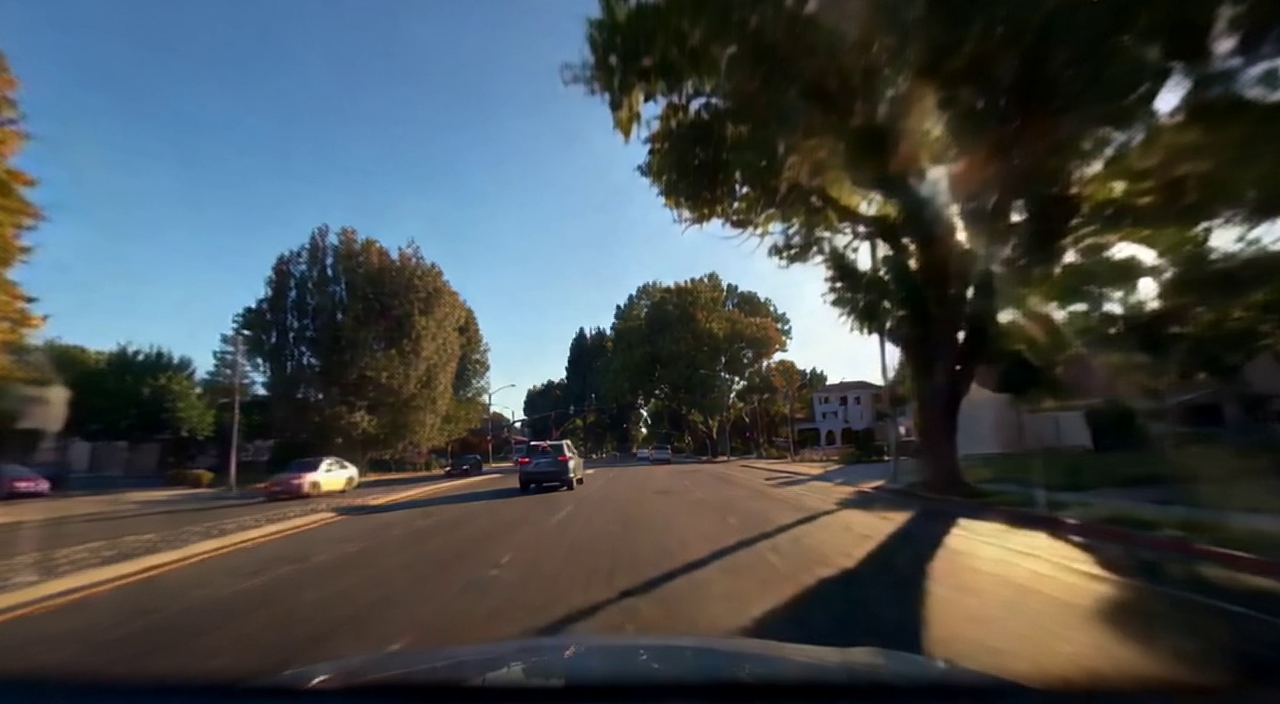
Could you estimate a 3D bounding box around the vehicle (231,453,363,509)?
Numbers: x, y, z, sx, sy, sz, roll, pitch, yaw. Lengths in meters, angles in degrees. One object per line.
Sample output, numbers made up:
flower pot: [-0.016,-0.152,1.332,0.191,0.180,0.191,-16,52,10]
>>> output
vehicle: [-11.728,4.405,21.998,2.061,1.631,4.502,-1,-8,0]

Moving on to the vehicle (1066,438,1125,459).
vehicle: [35.125,7.478,48.716,1.719,1.506,3.878,-1,-8,1]

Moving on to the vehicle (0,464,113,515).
vehicle: [-24.727,5.547,25.634,4.824,1.766,1.967,1,-8,4]

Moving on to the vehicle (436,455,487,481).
vehicle: [-11.604,7.568,41.353,1.952,1.500,4.543,-1,-8,1]

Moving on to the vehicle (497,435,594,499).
vehicle: [-2.965,3.781,21.279,2.459,1.825,5.380,0,-8,0]
